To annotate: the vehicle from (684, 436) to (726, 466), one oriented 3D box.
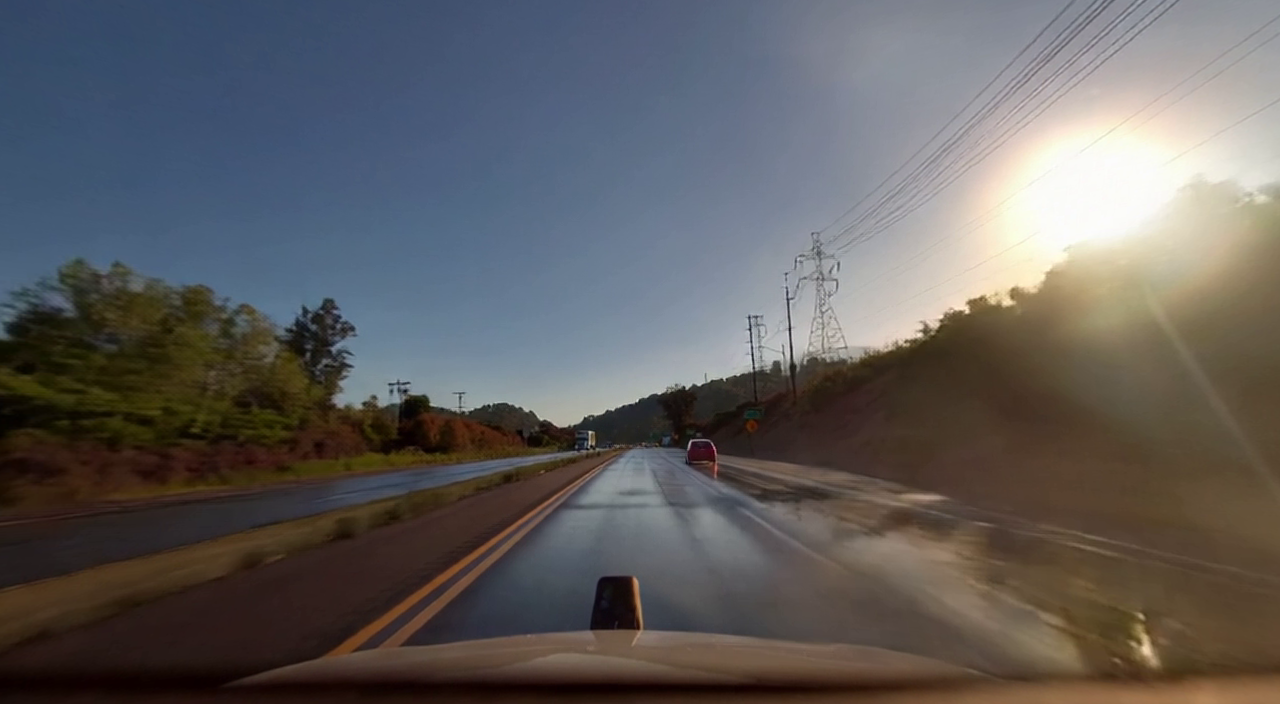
[{"bbox_3d":[3.653,5.649,36.159,1.977,1.581,4.428,-1,-8,0],"label":"vehicle"}]
